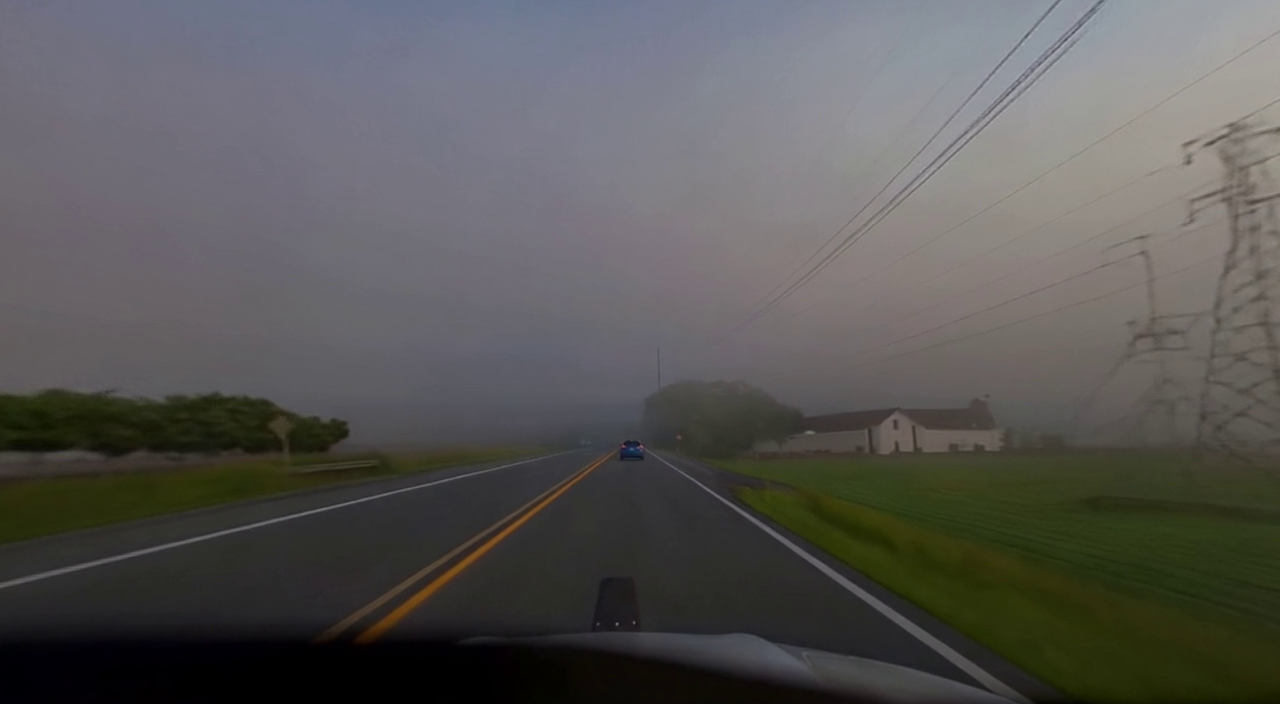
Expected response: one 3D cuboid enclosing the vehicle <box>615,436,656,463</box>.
[{"bbox_3d":[-0.255,5.587,36.380,2.241,1.471,3.829,0,-8,-1],"label":"vehicle"}]
